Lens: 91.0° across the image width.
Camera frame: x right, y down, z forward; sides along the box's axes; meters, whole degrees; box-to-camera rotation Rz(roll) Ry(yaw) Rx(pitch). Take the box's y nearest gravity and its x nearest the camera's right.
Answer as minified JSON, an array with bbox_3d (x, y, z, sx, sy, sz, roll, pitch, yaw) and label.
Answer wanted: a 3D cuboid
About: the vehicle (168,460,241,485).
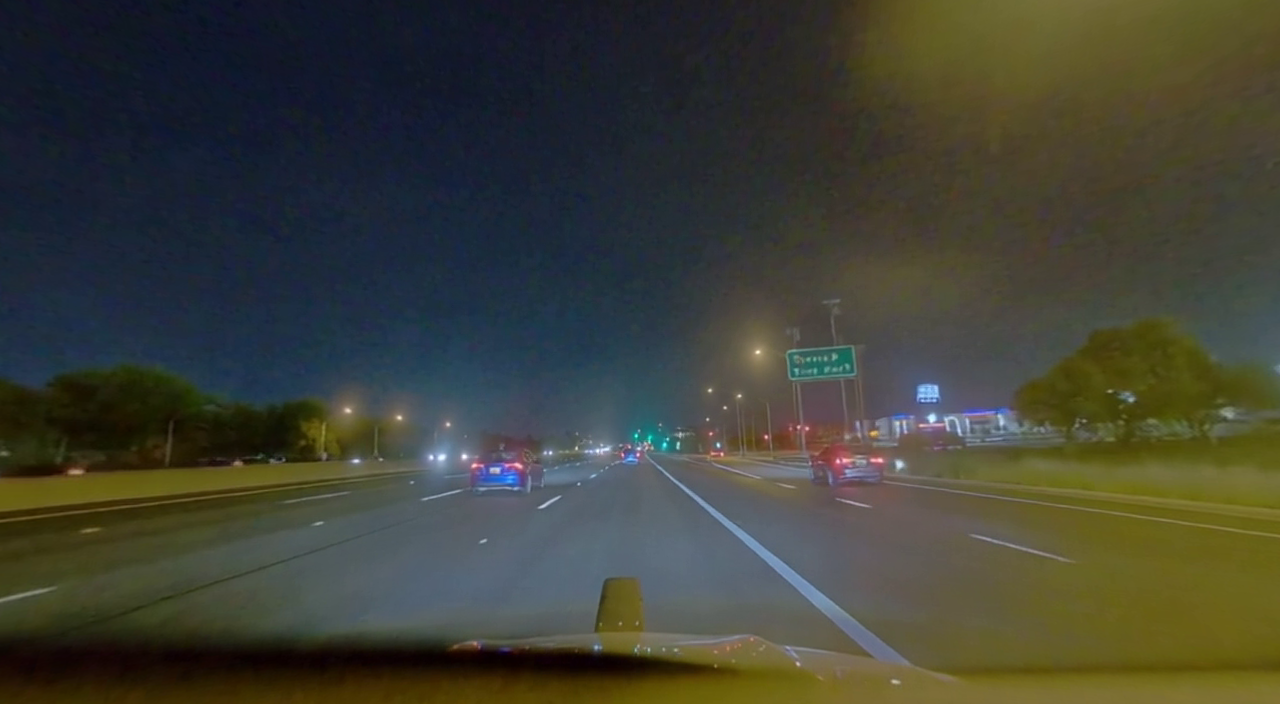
[{"bbox_3d":[-29.774,8.232,43.199,1.848,1.506,4.470,0,-9,0],"label":"vehicle"}]

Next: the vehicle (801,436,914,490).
[{"bbox_3d":[7.191,3.741,21.524,2.035,1.566,5.409,0,-9,1],"label":"vehicle"}]

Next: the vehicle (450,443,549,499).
[{"bbox_3d":[-4.296,3.705,20.044,2.071,1.553,4.388,0,-9,1],"label":"vehicle"}]
